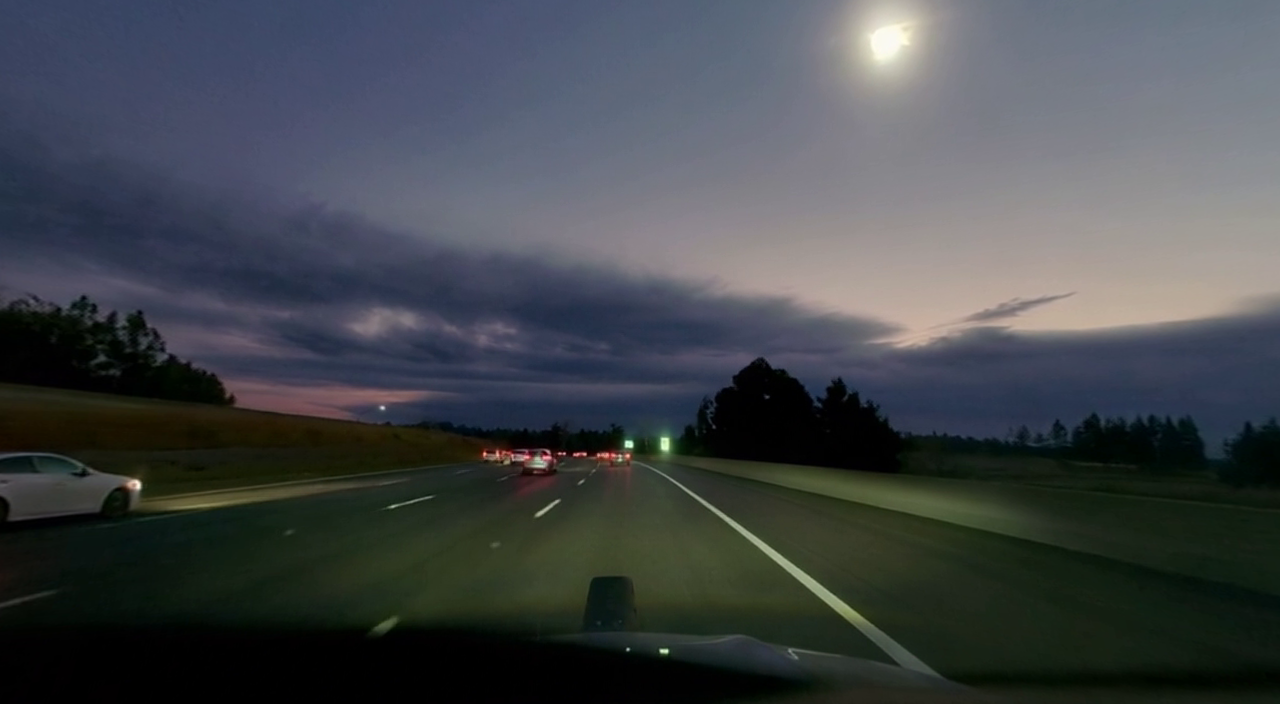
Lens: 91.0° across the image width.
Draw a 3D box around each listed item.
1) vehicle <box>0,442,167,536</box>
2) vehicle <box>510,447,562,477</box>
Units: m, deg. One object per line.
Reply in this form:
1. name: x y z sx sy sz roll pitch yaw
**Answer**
1. vehicle: -11.235 2.381 11.263 1.960 1.487 4.593 0 -9 0
2. vehicle: -5.416 5.767 33.308 2.120 1.458 4.031 0 -9 -1
